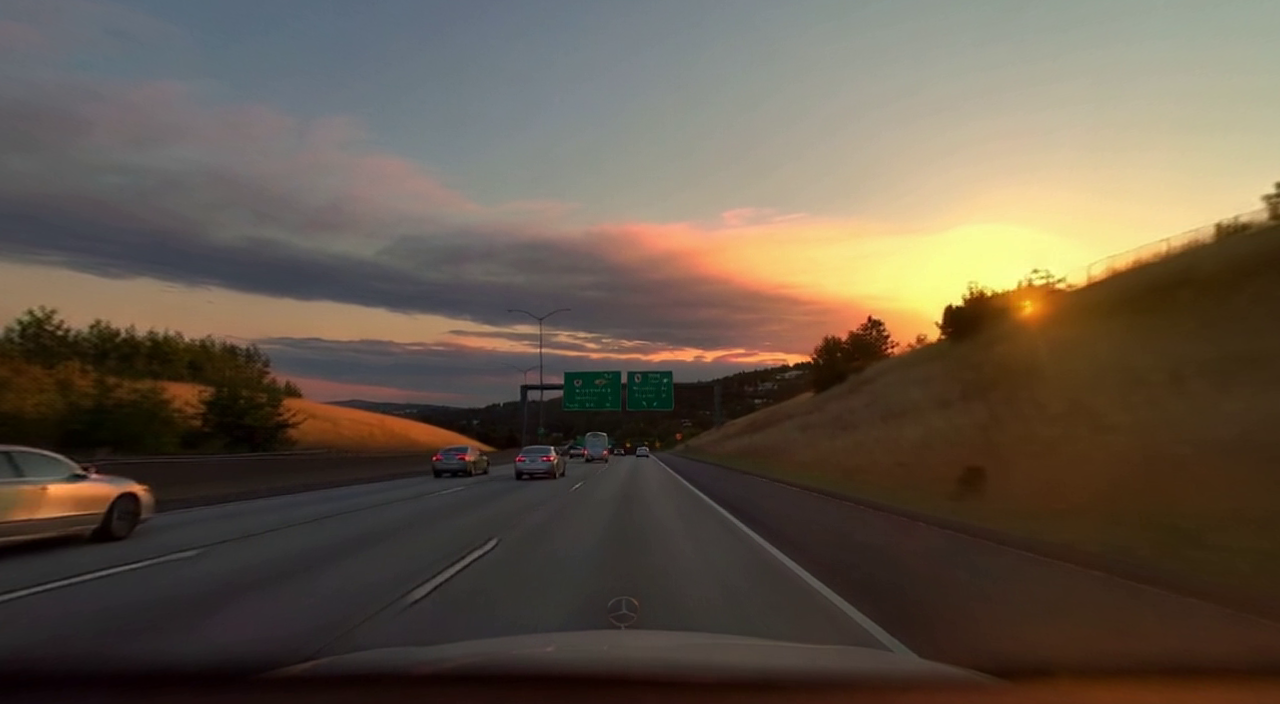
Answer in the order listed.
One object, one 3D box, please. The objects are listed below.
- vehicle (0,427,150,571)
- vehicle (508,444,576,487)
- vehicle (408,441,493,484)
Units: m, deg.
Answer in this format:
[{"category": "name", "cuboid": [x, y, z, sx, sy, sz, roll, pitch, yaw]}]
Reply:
[{"category": "vehicle", "cuboid": [-7.788, 1.494, 6.262, 2.009, 1.500, 4.741, 0, -9, 0]}, {"category": "vehicle", "cuboid": [-3.582, 4.219, 23.731, 1.924, 1.436, 3.915, 0, -9, 0]}, {"category": "vehicle", "cuboid": [-7.528, 4.424, 25.543, 2.091, 1.558, 4.220, 0, -9, 0]}]
